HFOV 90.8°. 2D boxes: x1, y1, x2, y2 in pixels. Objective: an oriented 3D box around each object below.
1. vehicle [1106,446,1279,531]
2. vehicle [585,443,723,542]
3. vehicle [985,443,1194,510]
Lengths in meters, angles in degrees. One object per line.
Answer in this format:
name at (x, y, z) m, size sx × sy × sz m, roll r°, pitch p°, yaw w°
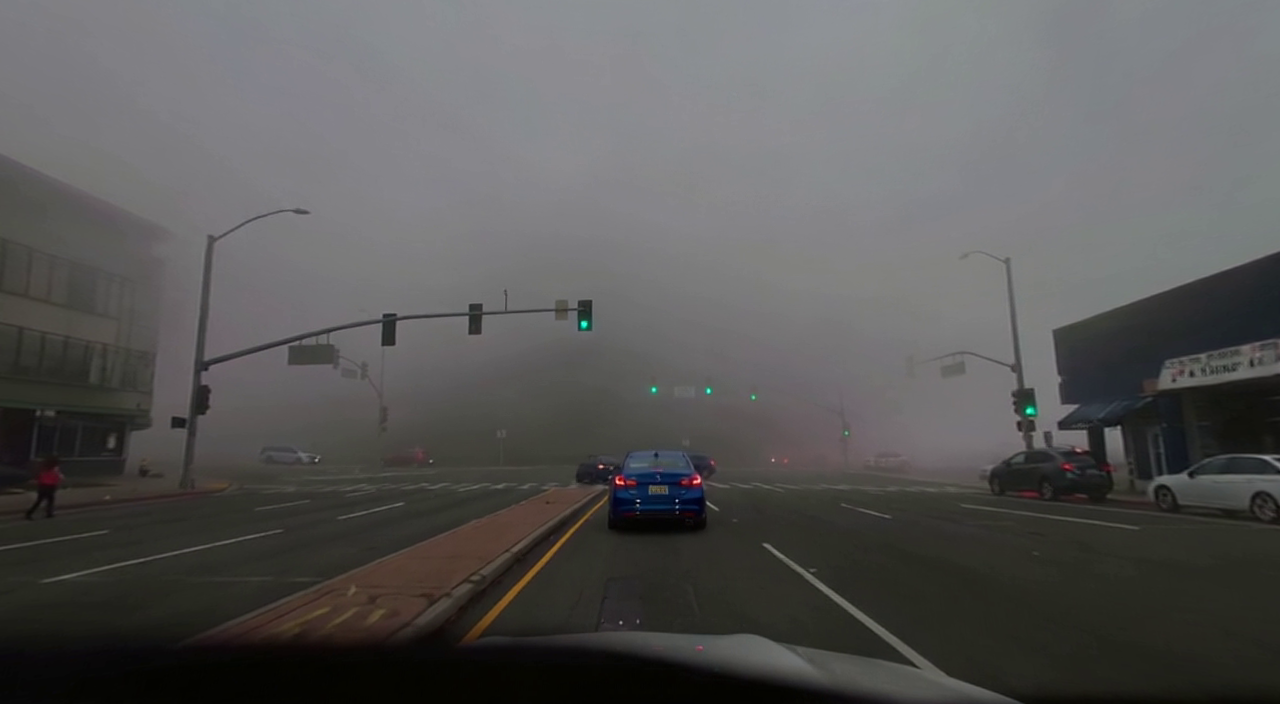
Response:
vehicle at (14.196, 3.121, 15.050) m, size 2.235 × 1.721 × 5.230 m, roll 0°, pitch -9°, yaw 1°
vehicle at (0.228, 2.460, 11.722) m, size 2.067 × 1.471 × 4.241 m, roll 0°, pitch -9°, yaw 0°
vehicle at (14.104, 3.916, 20.491) m, size 2.309 × 1.819 × 5.793 m, roll 0°, pitch -9°, yaw -2°
